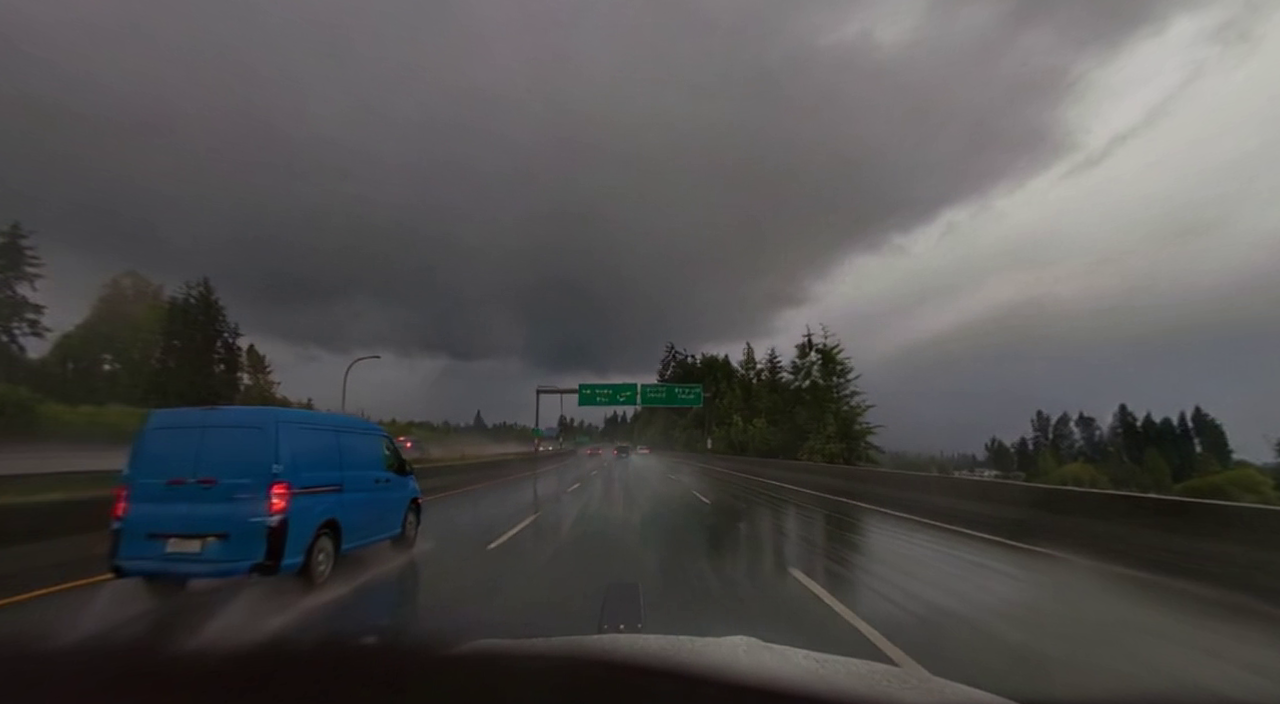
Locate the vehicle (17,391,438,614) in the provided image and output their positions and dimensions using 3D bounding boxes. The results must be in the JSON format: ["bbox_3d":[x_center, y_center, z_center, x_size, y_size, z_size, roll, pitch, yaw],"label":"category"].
[{"bbox_3d":[-4.065,1.554,7.385,1.971,1.795,4.389,0,-9,-1],"label":"vehicle"}]
